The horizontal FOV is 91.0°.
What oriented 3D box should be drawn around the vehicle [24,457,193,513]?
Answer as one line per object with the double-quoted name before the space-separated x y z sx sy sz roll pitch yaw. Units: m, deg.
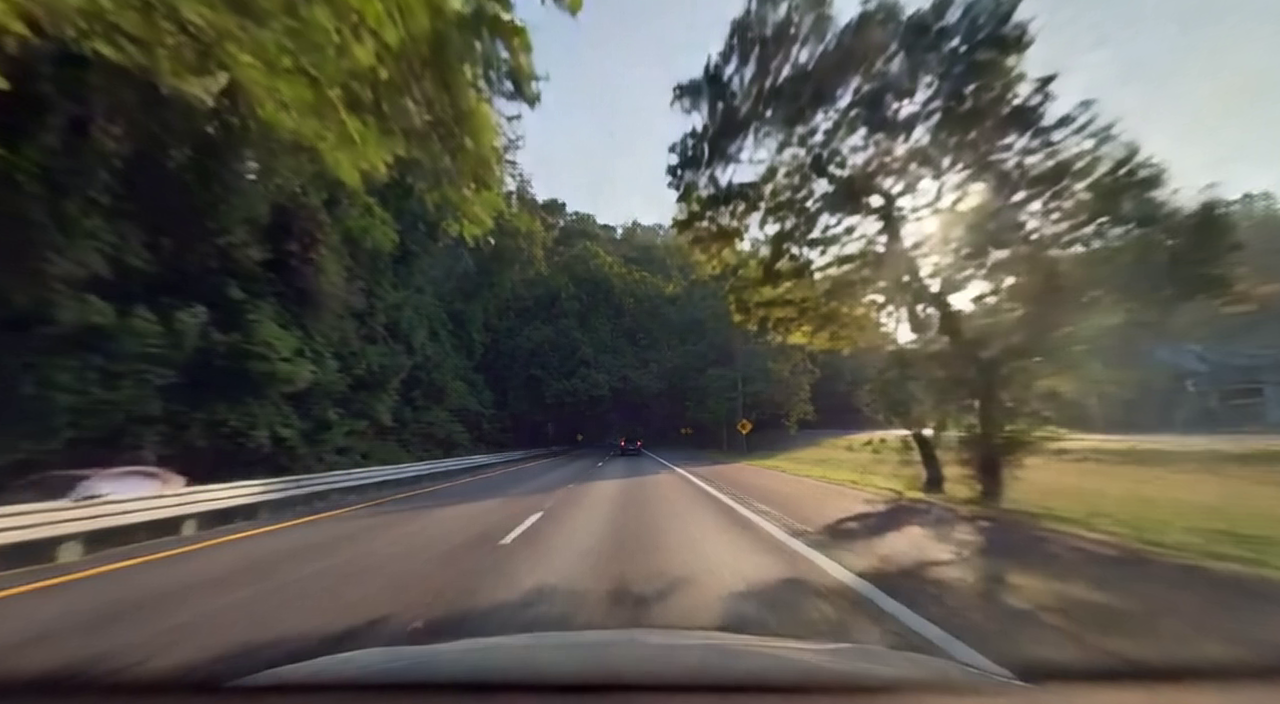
"vehicle" -16.848 4.186 20.294 1.789 1.464 4.245 0 -8 -1
